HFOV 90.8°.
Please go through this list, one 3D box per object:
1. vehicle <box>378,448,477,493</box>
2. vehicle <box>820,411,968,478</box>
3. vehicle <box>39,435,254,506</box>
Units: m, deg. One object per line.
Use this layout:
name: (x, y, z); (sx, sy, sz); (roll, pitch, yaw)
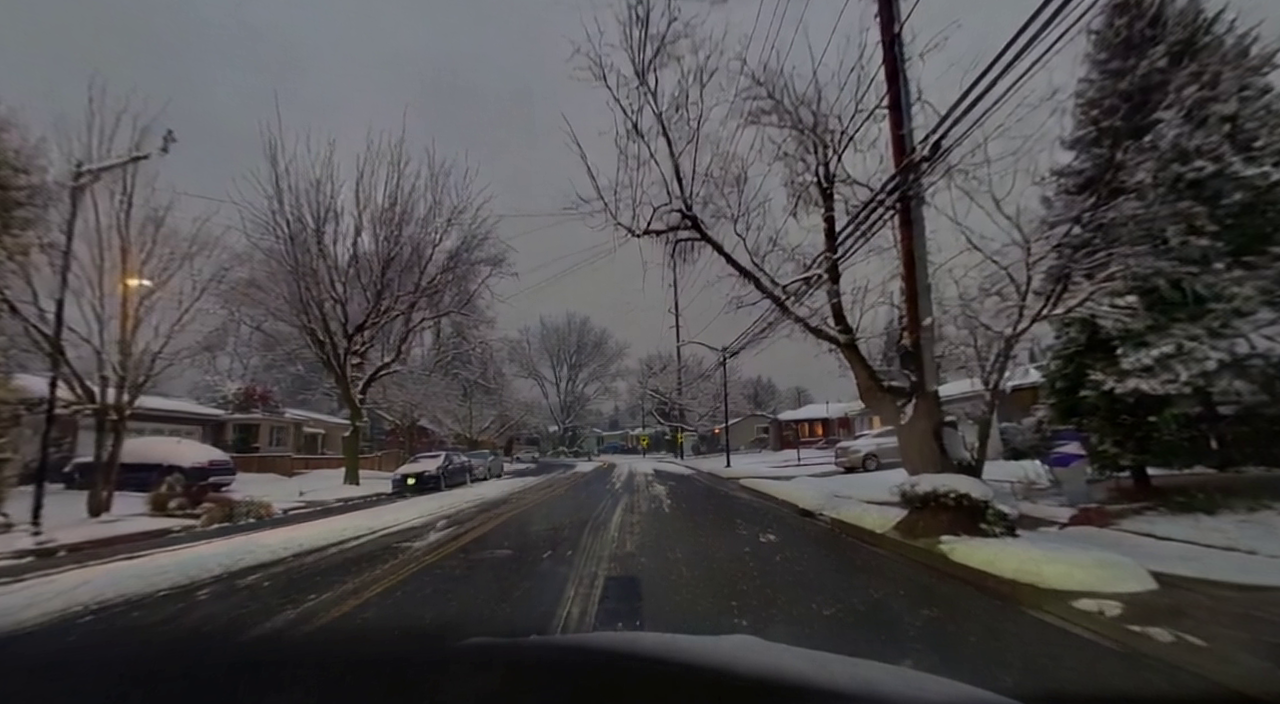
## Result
vehicle: (-7.708, 4.319, 23.492); (2.034, 1.493, 4.524); (0, -8, 1)
vehicle: (8.512, 3.141, 21.471); (4.025, 1.738, 1.920); (-6, -9, -1)
vehicle: (-14.359, 3.451, 18.620); (4.538, 1.687, 1.955); (4, -9, -1)
